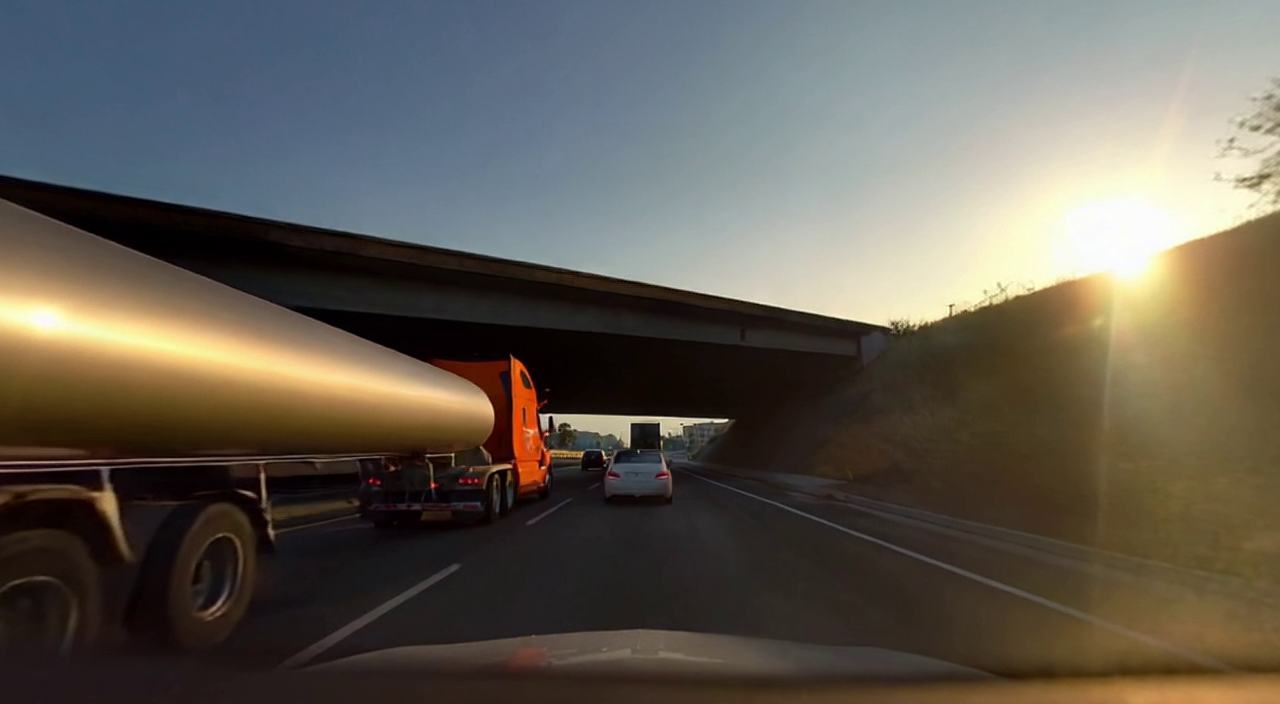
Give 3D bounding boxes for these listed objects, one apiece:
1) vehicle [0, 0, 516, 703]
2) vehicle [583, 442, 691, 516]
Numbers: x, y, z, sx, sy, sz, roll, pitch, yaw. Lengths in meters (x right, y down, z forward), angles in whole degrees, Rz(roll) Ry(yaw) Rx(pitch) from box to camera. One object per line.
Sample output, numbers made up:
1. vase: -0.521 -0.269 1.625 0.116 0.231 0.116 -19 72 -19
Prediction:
1. vehicle: -4.291 0.537 6.407 2.896 3.563 14.643 0 -9 1
2. vehicle: -0.036 2.932 15.076 2.215 1.481 4.246 0 -9 1
